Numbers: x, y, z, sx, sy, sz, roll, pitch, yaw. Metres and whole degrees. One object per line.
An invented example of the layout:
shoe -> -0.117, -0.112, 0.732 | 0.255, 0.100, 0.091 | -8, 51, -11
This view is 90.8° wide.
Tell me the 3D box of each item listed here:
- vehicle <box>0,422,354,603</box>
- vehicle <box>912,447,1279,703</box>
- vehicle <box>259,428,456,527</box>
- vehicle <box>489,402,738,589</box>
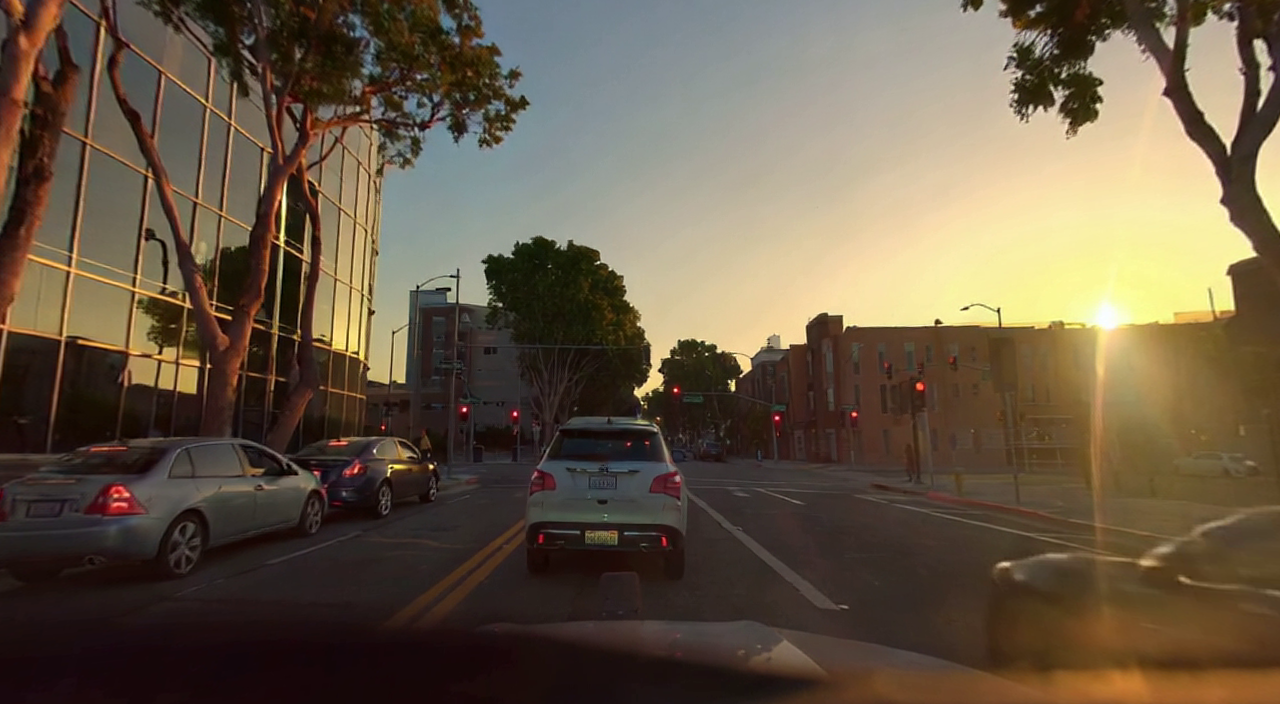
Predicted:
vehicle -> -5.751, 1.856, 8.287 | 1.904, 1.684, 4.529 | 0, -9, -1
vehicle -> 2.479, 0.883, 1.269 | 1.882, 1.354, 4.749 | 0, -9, 2
vehicle -> -5.873, 2.652, 13.969 | 2.077, 1.791, 4.751 | 0, -9, 1
vehicle -> -0.228, 1.599, 7.785 | 2.258, 1.687, 3.934 | 0, -9, 1
